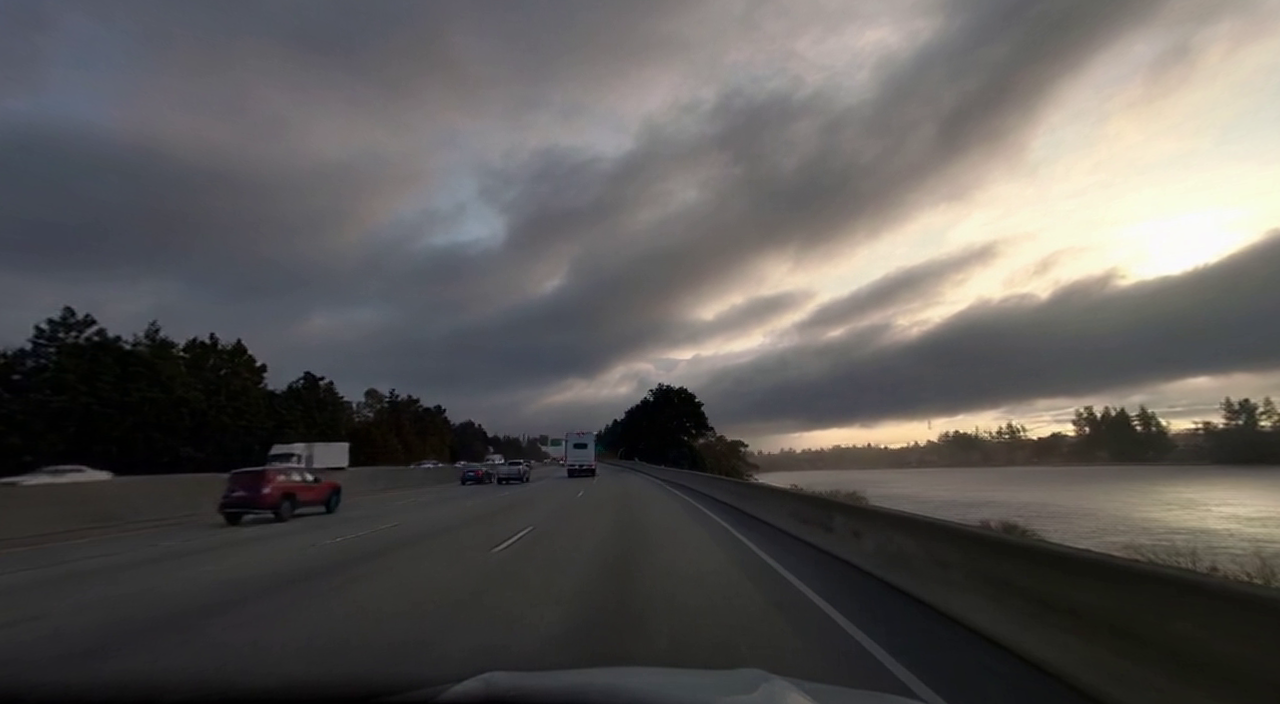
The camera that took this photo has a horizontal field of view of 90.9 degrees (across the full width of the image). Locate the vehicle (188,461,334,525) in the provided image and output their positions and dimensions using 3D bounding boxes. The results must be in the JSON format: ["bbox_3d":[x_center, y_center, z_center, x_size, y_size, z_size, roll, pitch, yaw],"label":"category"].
[{"bbox_3d":[-12.333,4.576,20.964,2.005,1.774,4.610,0,-9,0],"label":"vehicle"}]

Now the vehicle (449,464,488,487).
[{"bbox_3d":[-13.019,9.361,48.026,1.872,1.536,4.134,0,-9,-1],"label":"vehicle"}]

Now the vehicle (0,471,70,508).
[{"bbox_3d":[-28.436,6.110,27.987,1.854,1.500,4.763,0,-9,-2],"label":"vehicle"}]

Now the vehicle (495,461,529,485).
[{"bbox_3d":[-8.955,8.488,44.245,1.778,1.560,3.030,0,-9,-2],"label":"vehicle"}]
